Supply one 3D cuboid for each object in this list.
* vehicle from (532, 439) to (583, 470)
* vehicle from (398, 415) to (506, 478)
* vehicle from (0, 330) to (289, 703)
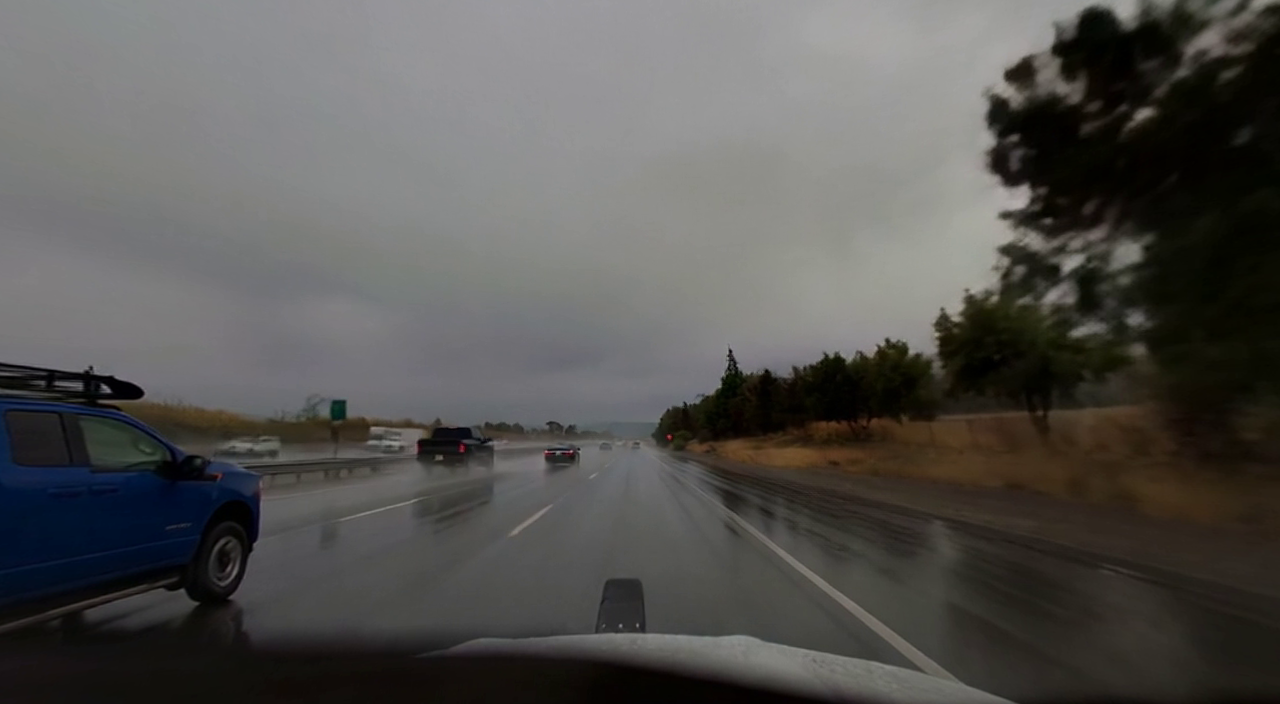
[{"bbox_3d":[-4.224,5.339,32.882,2.012,1.509,4.359,0,-9,1],"label":"vehicle"},{"bbox_3d":[-7.532,3.906,26.087,2.594,2.254,6.028,0,-9,0],"label":"vehicle"},{"bbox_3d":[-4.043,0.772,2.610,2.200,1.807,5.041,0,-9,1],"label":"vehicle"}]
